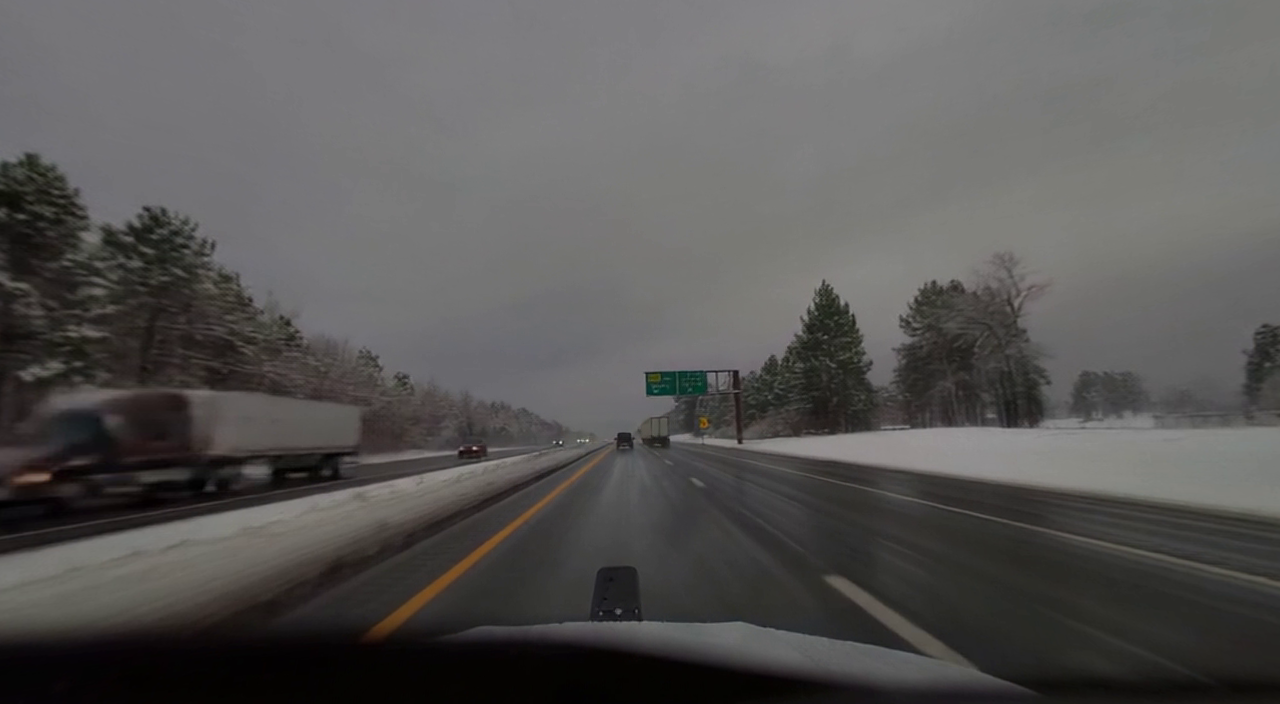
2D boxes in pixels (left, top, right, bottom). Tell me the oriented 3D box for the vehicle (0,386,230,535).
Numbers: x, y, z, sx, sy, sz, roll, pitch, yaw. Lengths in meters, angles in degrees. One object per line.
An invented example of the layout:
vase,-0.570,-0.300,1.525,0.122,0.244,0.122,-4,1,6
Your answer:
vehicle,-12.469,2.323,14.227,2.337,2.633,5.925,0,-8,0

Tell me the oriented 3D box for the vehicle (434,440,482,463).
vehicle,-12.796,7.009,44.496,1.985,1.544,4.619,0,-8,0
